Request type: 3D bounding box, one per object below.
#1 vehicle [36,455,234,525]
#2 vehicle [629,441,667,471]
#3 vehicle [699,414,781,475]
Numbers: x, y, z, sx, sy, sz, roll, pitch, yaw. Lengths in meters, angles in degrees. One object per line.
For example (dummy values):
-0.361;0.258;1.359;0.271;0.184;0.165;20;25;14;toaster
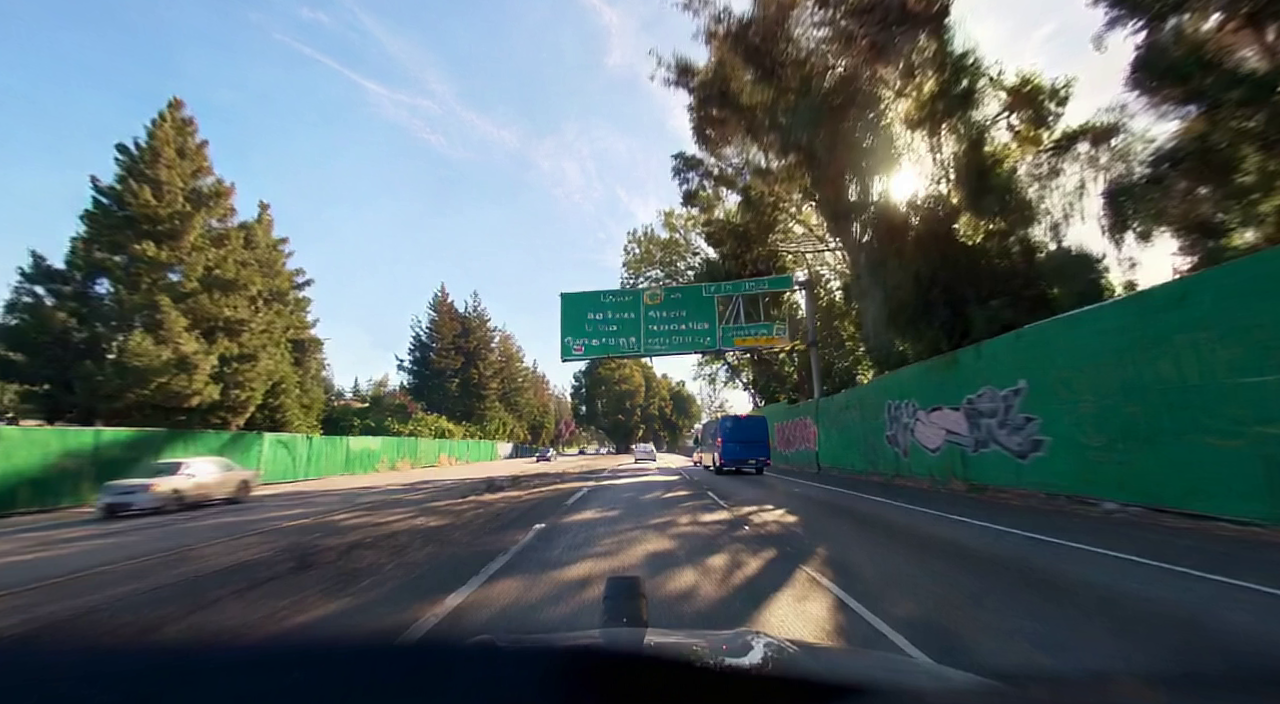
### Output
-13.382;3.623;17.086;1.888;1.558;4.129;0;-8;1;vehicle
0.458;5.916;35.934;2.030;1.572;4.067;0;-8;0;vehicle
4.727;4.571;31.124;2.712;2.659;6.992;0;-8;-2;vehicle
